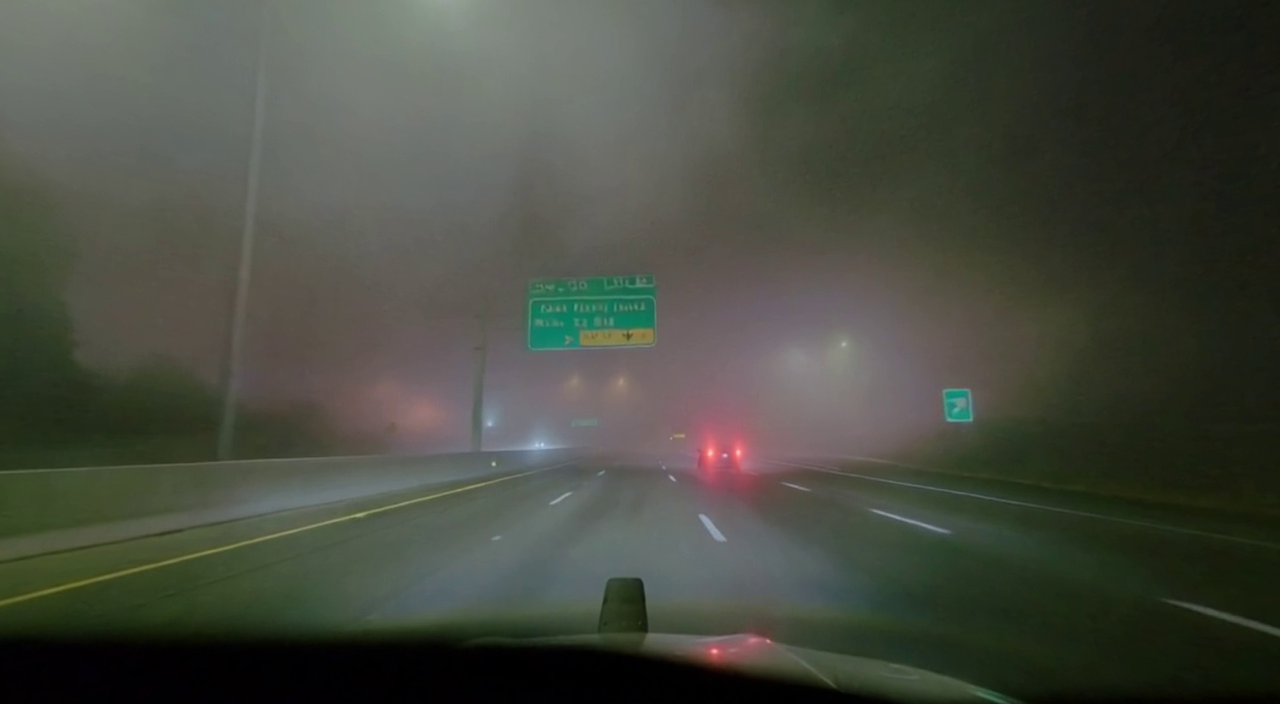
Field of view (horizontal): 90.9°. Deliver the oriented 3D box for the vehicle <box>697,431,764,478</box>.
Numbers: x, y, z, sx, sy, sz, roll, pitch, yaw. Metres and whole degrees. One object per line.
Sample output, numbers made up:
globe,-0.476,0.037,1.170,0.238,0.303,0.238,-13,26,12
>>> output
vehicle,3.590,4.170,25.850,2.039,1.701,4.834,0,-8,0
